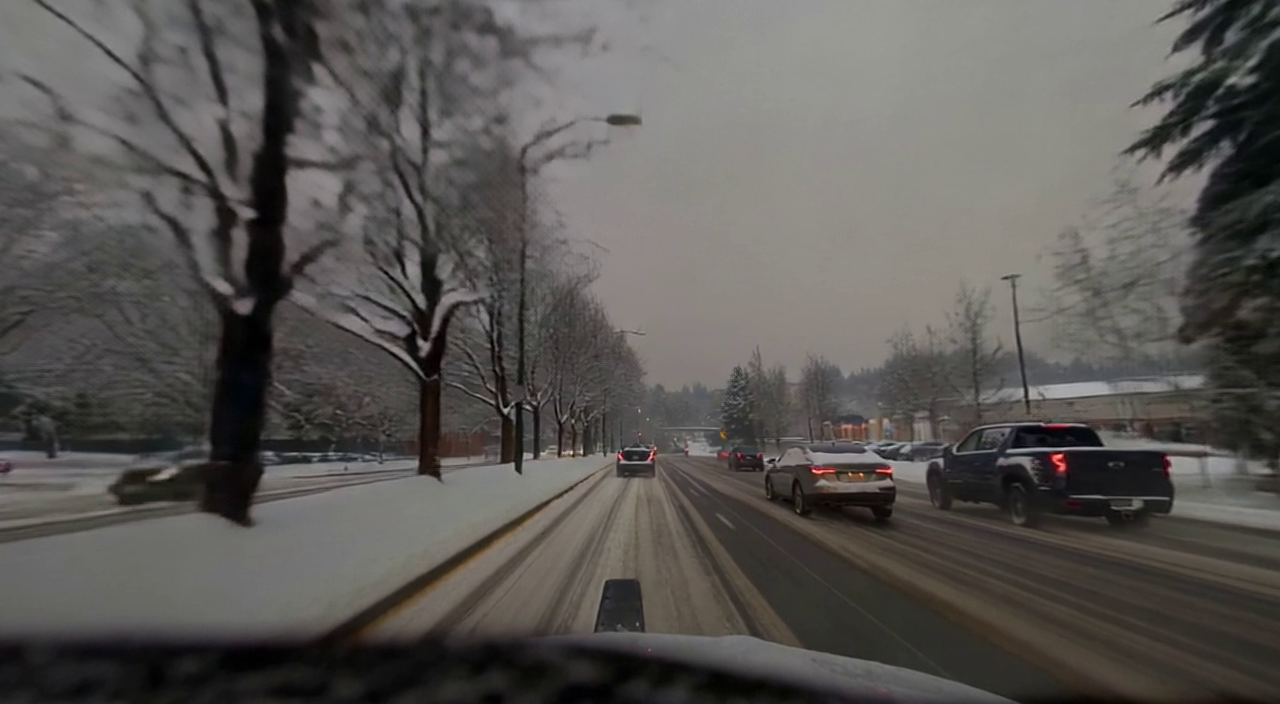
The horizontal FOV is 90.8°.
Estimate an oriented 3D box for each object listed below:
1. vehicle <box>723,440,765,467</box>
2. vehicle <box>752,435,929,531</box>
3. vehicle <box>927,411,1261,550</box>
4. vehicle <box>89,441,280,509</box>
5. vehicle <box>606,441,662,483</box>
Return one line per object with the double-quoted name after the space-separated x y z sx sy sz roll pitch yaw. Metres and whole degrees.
7.200 7.054 44.051 2.068 1.779 4.567 0 -9 -1 "vehicle"
3.481 2.341 11.911 1.858 1.466 4.230 0 -9 -1 "vehicle"
7.038 2.030 10.667 2.134 1.810 4.590 0 -9 -1 "vehicle"
-12.607 3.392 17.958 1.973 1.674 4.492 0 -9 2 "vehicle"
-0.208 4.192 24.347 1.994 1.479 3.647 0 -9 0 "vehicle"
